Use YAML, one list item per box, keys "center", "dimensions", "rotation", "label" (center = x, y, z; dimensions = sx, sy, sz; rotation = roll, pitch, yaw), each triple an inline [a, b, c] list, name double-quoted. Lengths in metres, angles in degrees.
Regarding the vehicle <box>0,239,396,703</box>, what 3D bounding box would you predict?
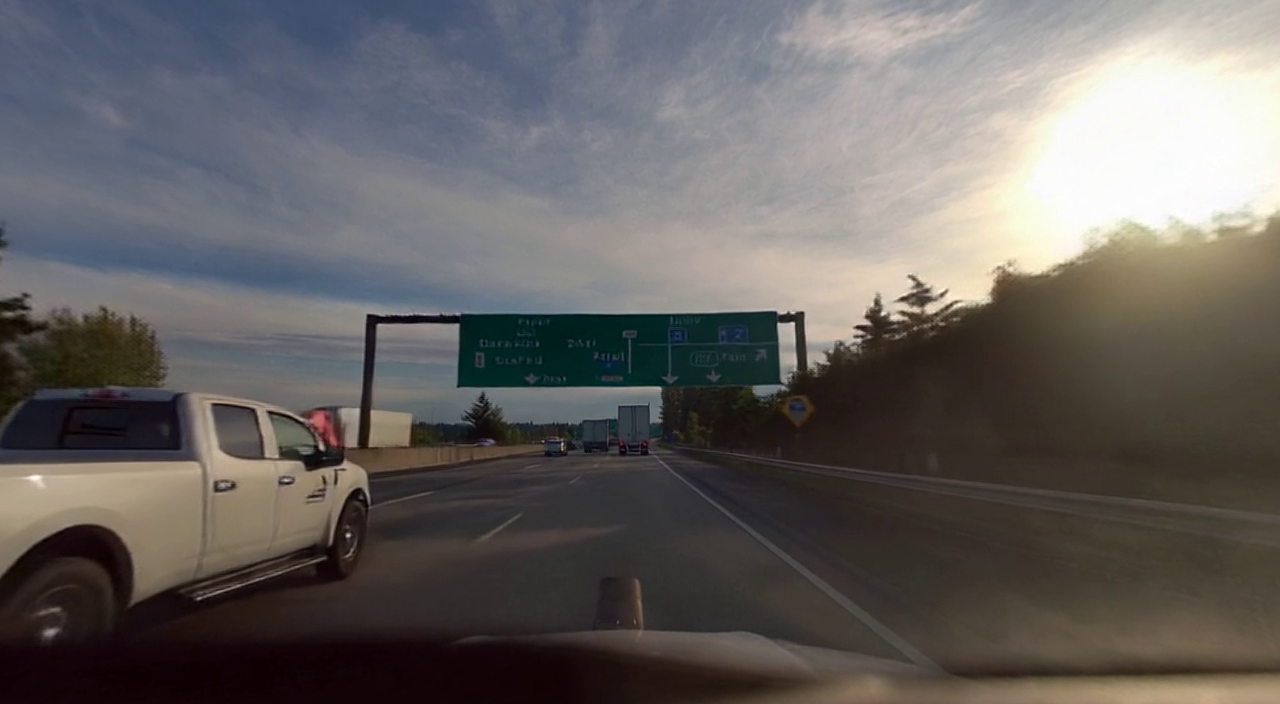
- center: [-3.493, 0.815, 3.725]
  dimensions: [2.223, 2.045, 4.798]
  rotation: [0, -8, -1]
  label: "vehicle"
